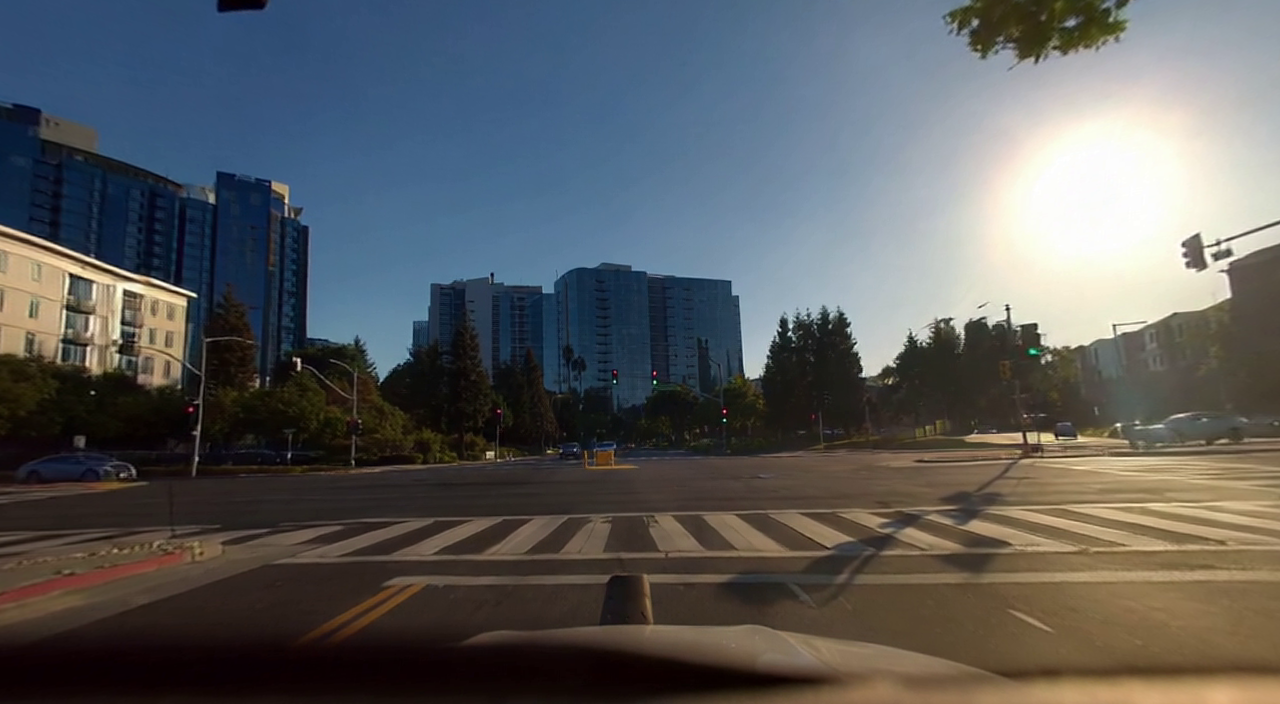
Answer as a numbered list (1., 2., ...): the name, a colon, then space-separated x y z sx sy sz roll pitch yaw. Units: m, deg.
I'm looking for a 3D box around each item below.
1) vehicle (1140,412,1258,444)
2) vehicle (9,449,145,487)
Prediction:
1. vehicle: 30.268 4.158 34.228 4.483 1.691 1.949 0 -8 1
2. vehicle: -25.158 5.163 28.252 4.332 1.573 1.900 0 -8 3
